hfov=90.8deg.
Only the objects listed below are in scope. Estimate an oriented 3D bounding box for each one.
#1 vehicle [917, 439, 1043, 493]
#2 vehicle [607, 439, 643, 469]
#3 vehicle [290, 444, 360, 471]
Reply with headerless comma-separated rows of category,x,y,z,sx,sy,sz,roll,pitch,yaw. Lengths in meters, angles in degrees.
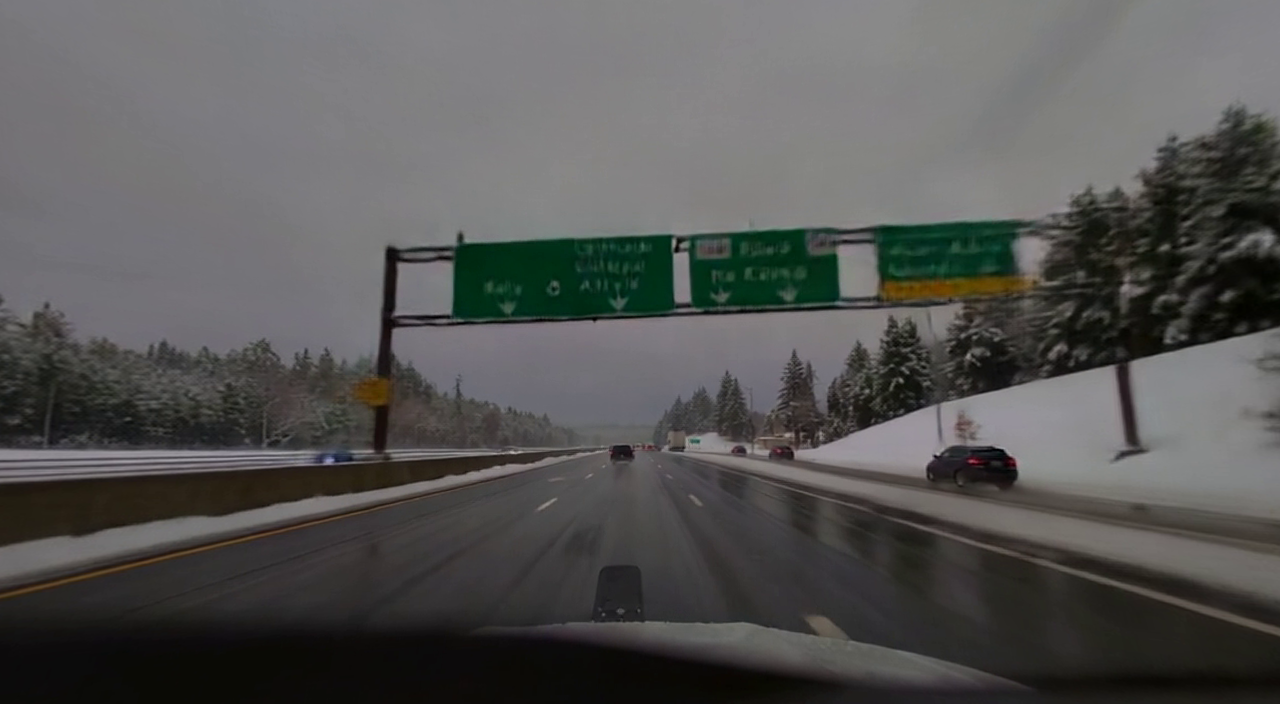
vehicle,11.605,3.888,21.985,1.912,1.673,4.438,0,-9,0
vehicle,-0.899,6.269,38.895,2.121,1.739,4.087,0,-9,0
vehicle,-19.058,6.373,38.440,1.937,1.492,4.536,0,-9,-1
